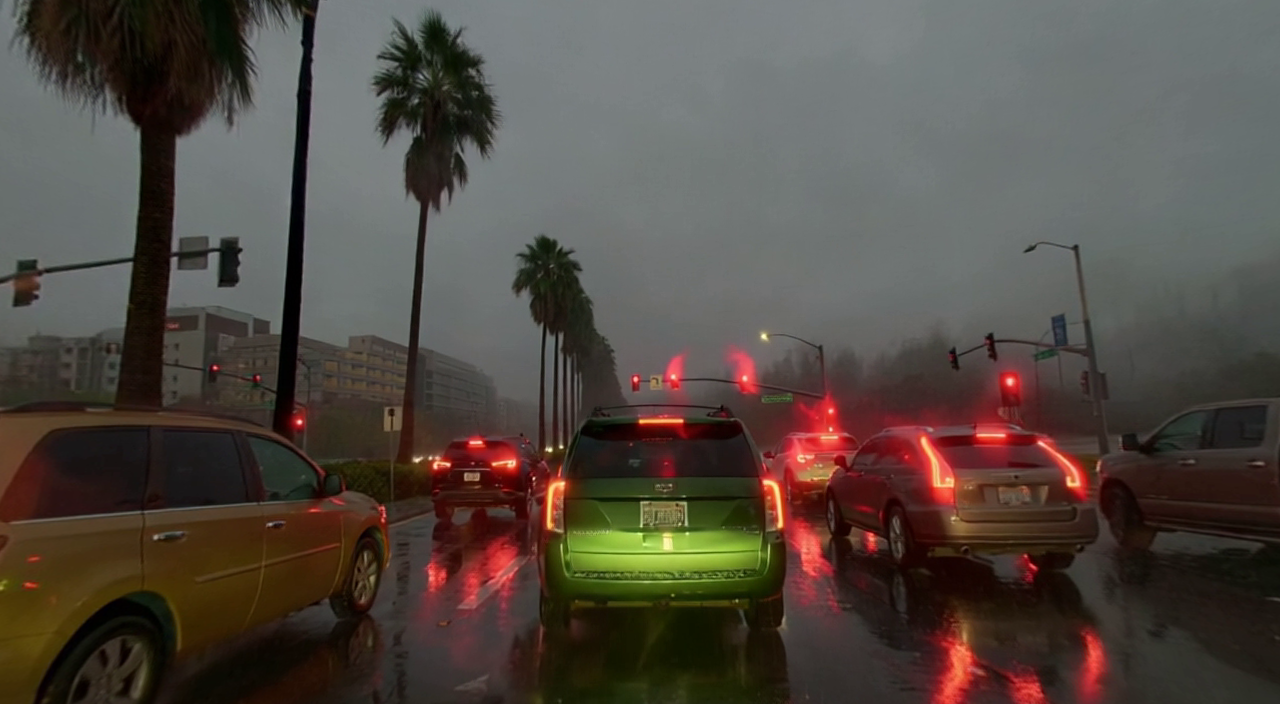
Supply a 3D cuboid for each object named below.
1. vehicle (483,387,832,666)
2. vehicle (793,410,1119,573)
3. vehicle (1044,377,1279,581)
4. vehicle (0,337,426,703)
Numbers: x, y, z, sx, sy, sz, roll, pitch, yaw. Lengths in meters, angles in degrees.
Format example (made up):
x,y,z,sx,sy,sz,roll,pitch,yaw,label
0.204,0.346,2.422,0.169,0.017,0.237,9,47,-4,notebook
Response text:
x,y,z,sx,sy,sz,roll,pitch,yaw,label
0.127,1.374,5.991,2.123,1.704,4.128,0,-9,1,vehicle
3.977,1.863,9.278,2.072,1.704,5.170,0,-8,-1,vehicle
7.299,1.299,6.560,2.337,1.925,5.728,0,-8,0,vehicle
-3.185,1.086,3.876,2.171,1.702,4.416,0,-9,0,vehicle
